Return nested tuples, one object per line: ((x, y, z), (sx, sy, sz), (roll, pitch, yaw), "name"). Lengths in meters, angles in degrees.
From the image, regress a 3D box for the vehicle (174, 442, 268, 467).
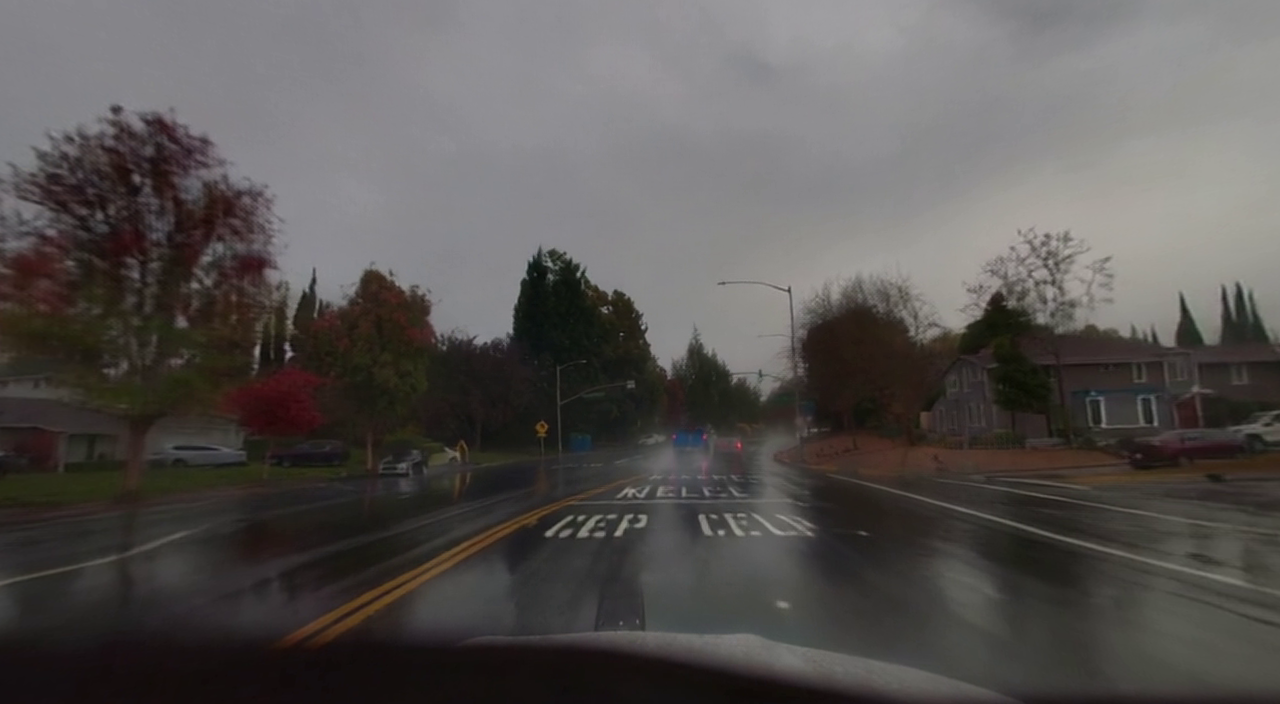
((-24.788, 6.082, 37.459), (4.268, 1.409, 1.897), (-1, -8, 3), "vehicle")

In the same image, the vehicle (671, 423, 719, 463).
((2.978, 4.844, 33.571), (2.153, 1.942, 4.767), (-2, -8, 9), "vehicle")

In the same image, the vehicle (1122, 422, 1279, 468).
((19.433, 3.185, 21.612), (4.155, 1.456, 2.034), (-1, -8, 2), "vehicle")

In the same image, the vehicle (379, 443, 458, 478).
((-11.282, 5.534, 32.539), (1.873, 1.508, 4.483), (-3, -7, 9), "vehicle")

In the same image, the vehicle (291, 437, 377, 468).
((-18.310, 6.023, 37.904), (4.168, 1.735, 1.925), (-1, -8, 3), "vehicle")
